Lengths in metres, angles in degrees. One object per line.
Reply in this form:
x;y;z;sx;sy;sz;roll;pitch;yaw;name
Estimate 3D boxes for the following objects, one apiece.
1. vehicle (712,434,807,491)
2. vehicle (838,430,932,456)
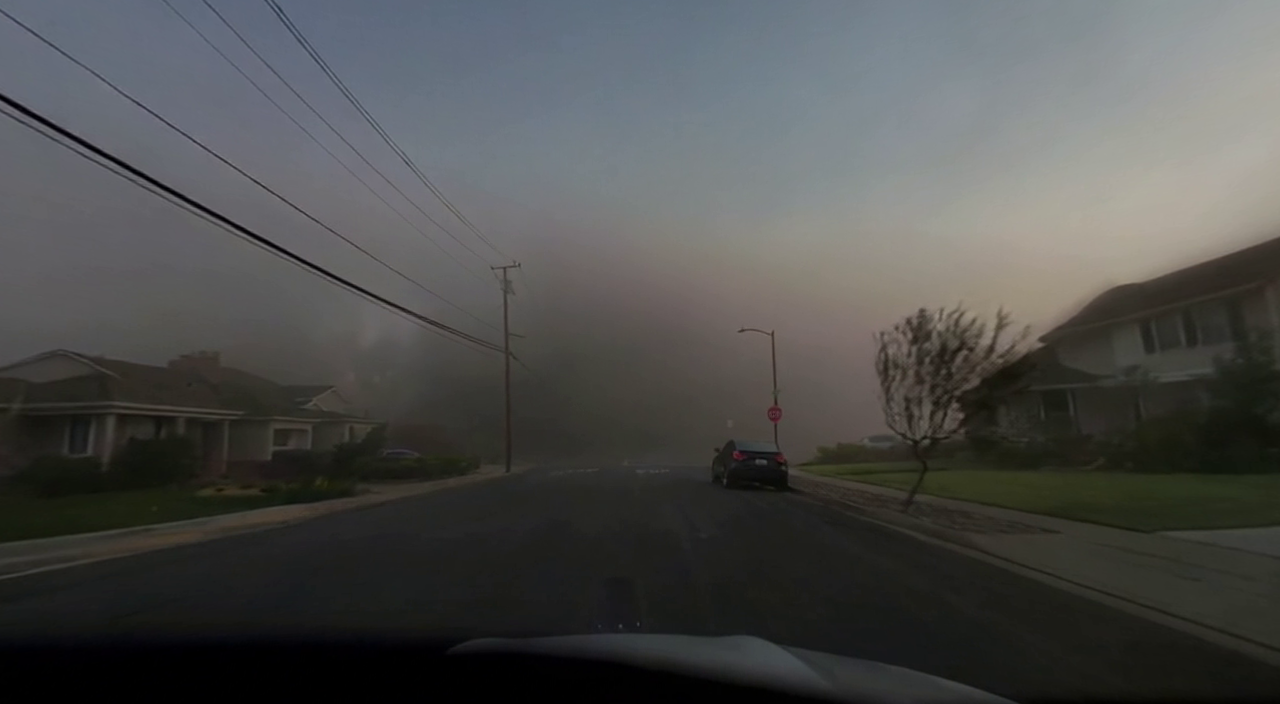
3.560;3.391;19.761;2.012;1.531;4.557;0;-8;-1;vehicle
14.445;5.413;37.515;4.737;1.493;2.001;-1;-8;4;vehicle
